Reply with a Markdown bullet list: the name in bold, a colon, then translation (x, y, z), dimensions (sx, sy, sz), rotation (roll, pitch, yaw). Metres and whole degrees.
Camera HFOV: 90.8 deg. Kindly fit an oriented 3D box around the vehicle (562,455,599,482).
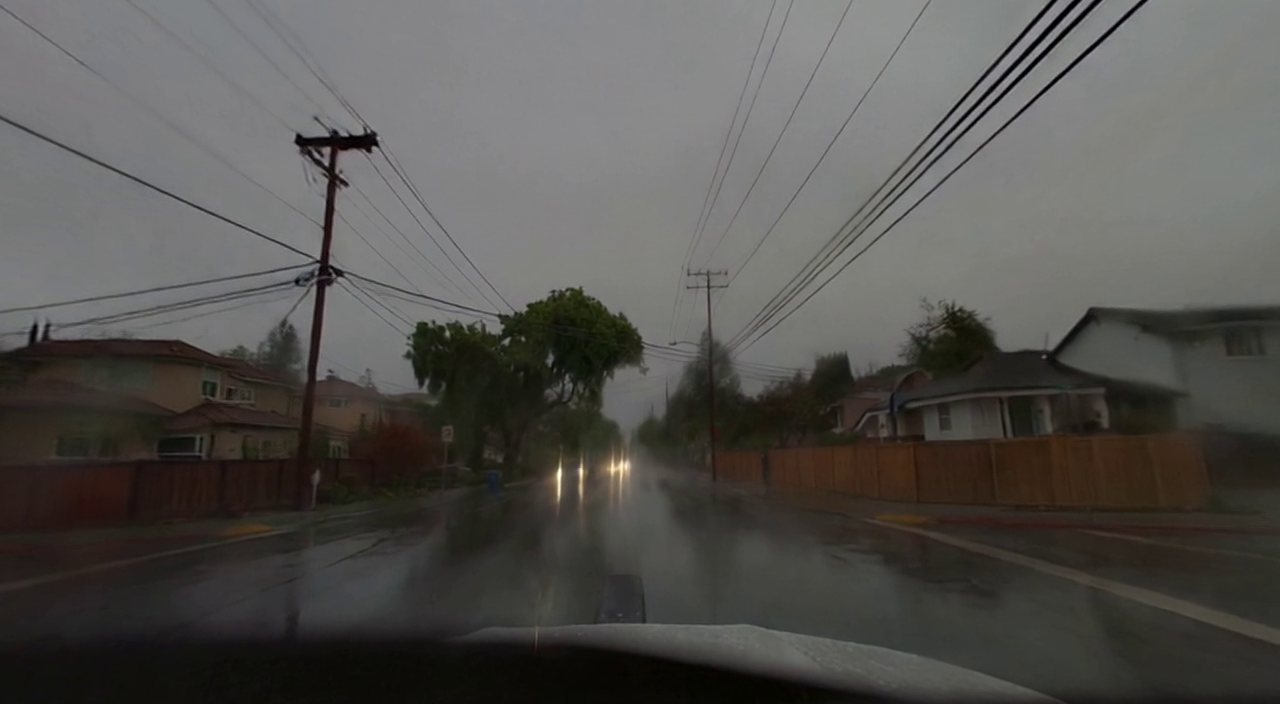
- **vehicle**: translation (-3.761, 7.439, 40.506), dimensions (1.935, 1.595, 3.972), rotation (0, -9, 1)
